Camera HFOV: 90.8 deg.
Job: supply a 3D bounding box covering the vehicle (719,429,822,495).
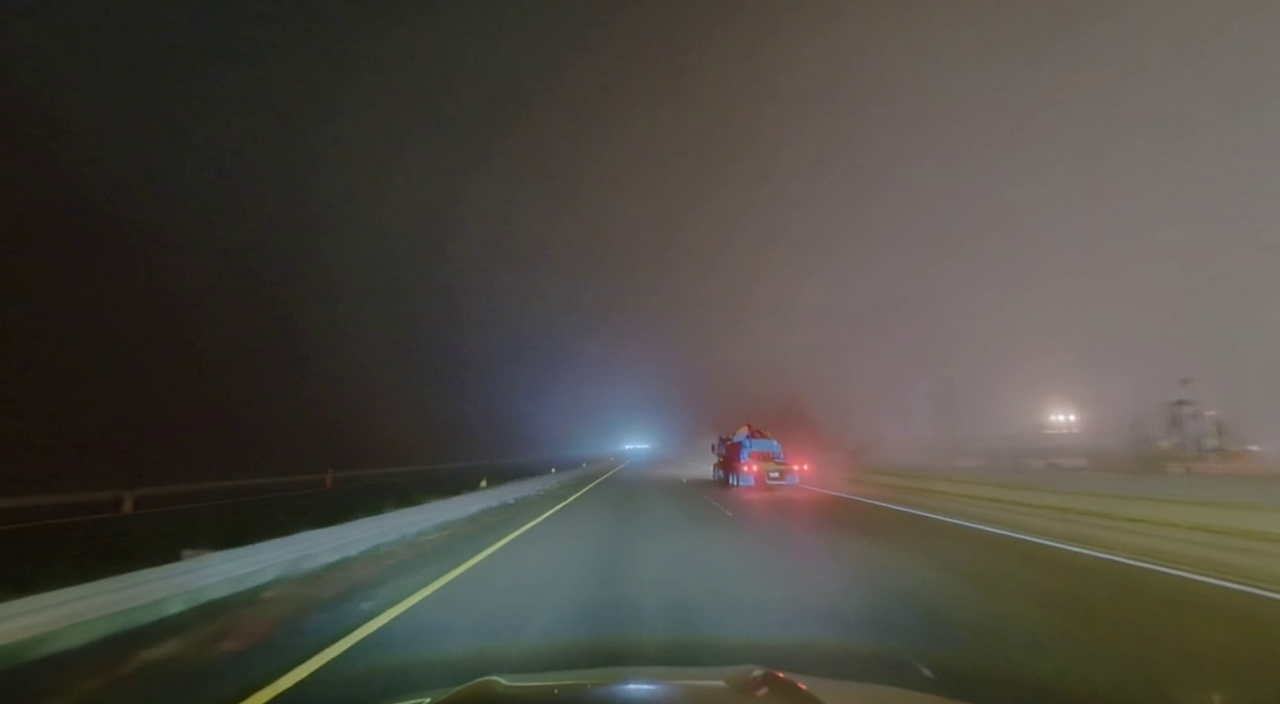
[{"bbox_3d":[4.336,3.782,21.995,2.309,2.003,5.139,0,-9,-2],"label":"vehicle"}]
